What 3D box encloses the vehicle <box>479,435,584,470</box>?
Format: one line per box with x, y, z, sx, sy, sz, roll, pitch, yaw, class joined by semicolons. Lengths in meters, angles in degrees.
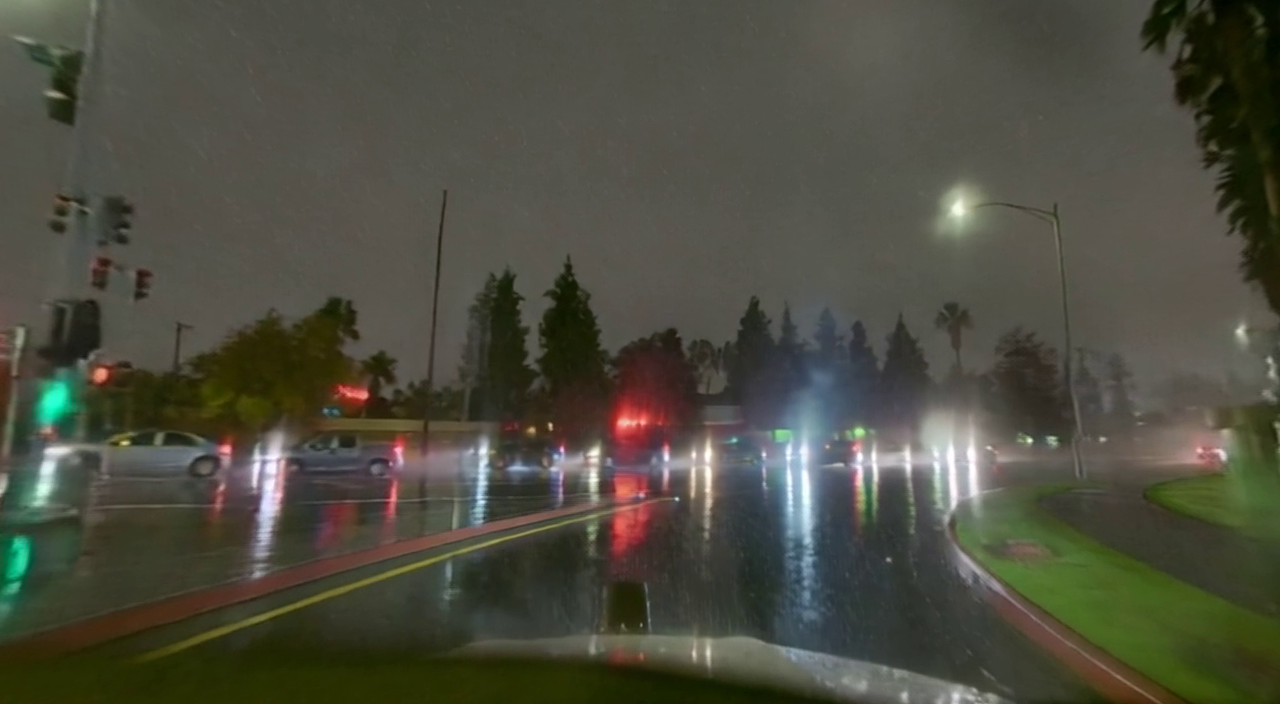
-5.678;5.258;33.083;5.112;1.593;1.865;4;-11;-36;vehicle

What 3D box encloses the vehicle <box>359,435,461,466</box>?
-14.481;6.214;39.709;5.616;1.839;2.071;6;-11;-37;vehicle

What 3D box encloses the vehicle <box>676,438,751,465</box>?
4.396;5.892;37.289;4.356;1.543;1.844;6;-11;-37;vehicle

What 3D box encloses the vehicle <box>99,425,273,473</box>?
-15.781;3.444;22.079;4.648;1.501;1.862;8;-12;-36;vehicle

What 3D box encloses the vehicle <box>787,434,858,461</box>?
14.048;7.338;48.148;5.617;1.904;2.184;6;-13;-36;vehicle

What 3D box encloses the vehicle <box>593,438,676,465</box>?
-0.252;5.929;37.406;4.774;1.493;1.854;7;-10;-37;vehicle

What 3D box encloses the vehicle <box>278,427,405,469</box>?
-13.105;4.216;27.684;4.713;1.664;1.909;5;-11;-37;vehicle
